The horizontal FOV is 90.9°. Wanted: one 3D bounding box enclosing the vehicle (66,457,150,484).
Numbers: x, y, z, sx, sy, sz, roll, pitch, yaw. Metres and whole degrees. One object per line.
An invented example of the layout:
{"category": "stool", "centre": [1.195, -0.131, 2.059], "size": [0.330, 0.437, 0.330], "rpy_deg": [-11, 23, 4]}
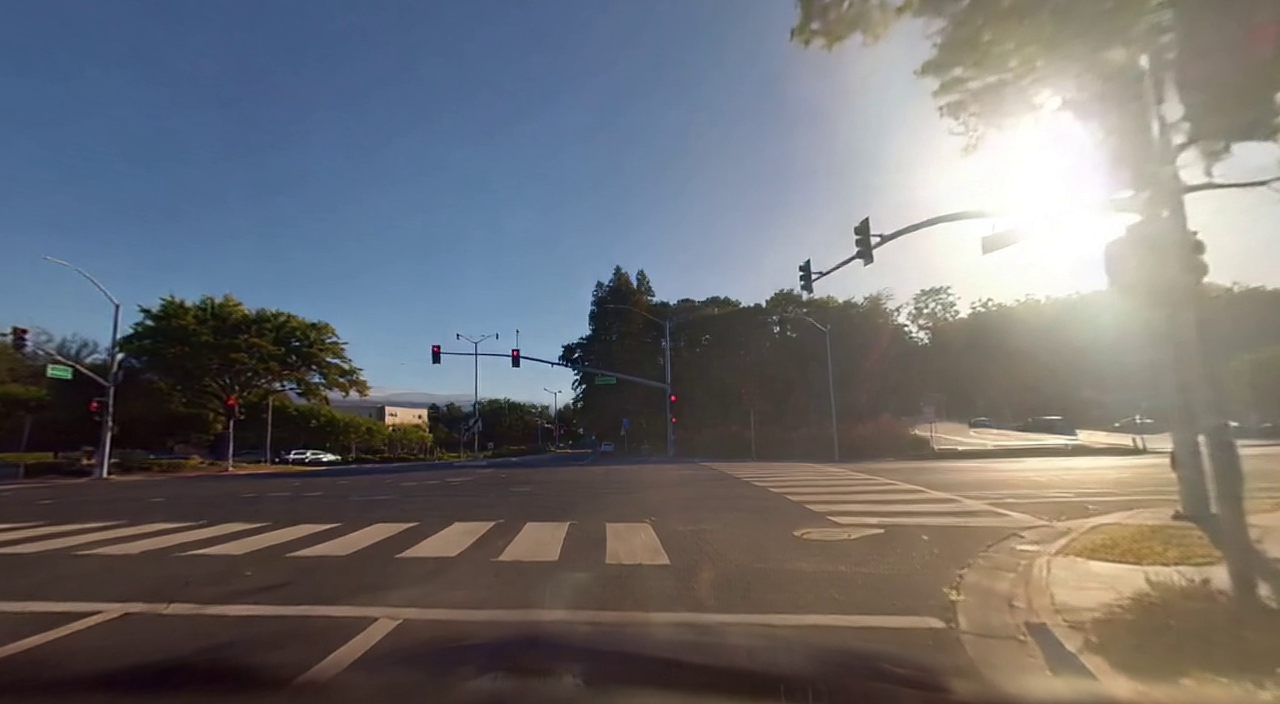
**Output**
{"category": "vehicle", "centre": [-36.147, 8.042, 42.875], "size": [4.241, 1.413, 1.673], "rpy_deg": [-3, -6, -1]}
